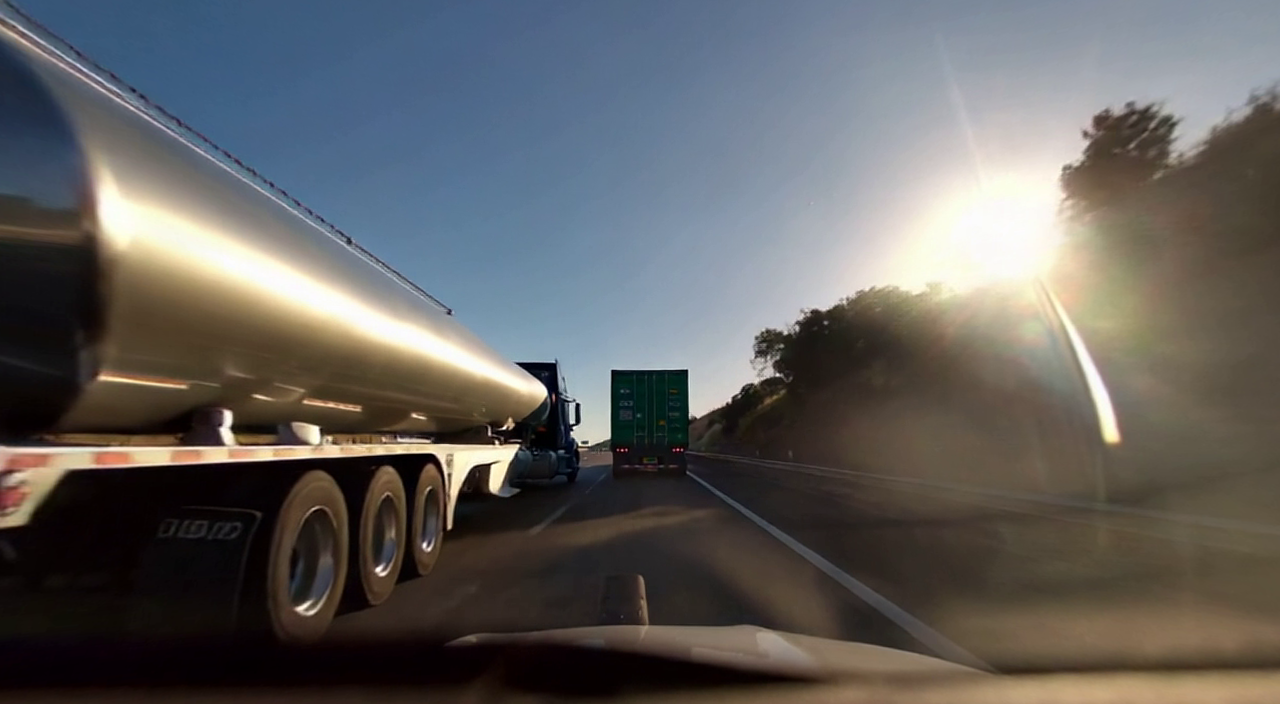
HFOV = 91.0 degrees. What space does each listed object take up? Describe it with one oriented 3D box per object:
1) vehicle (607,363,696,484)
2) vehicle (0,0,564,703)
[{"bbox_3d":[0.439,3.209,26.699,2.942,4.003,11.297,0,-9,1],"label":"vehicle"},{"bbox_3d":[-3.877,0.930,9.853,3.267,3.655,17.154,0,-8,0],"label":"vehicle"}]
